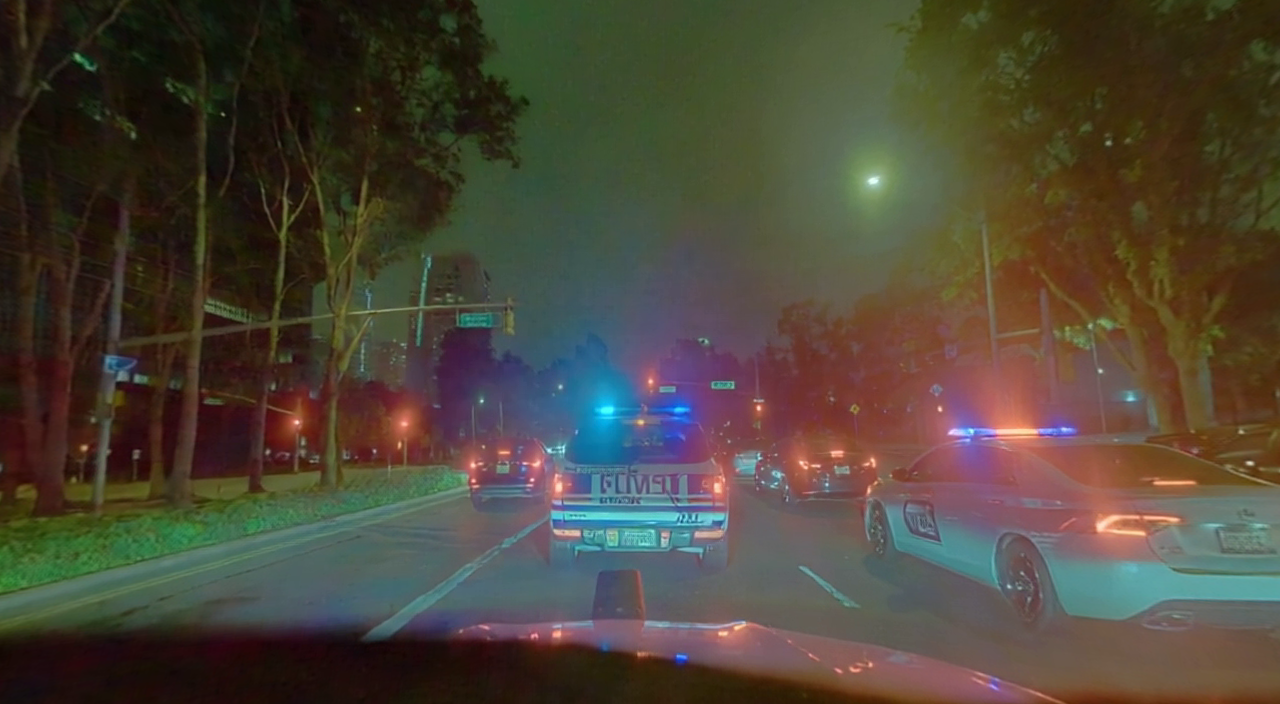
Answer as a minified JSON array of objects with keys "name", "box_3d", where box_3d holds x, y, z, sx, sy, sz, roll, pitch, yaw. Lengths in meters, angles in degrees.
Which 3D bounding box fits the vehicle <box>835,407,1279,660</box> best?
[{"name":"vehicle","box_3d":[3.636,1.406,6.073,1.995,1.483,4.533,0,-8,-1]}]

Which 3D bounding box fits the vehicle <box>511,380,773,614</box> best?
[{"name":"vehicle","box_3d":[-0.036,1.455,7.269,2.038,1.819,4.505,0,-8,-1]}]

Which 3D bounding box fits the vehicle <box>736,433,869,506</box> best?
[{"name":"vehicle","box_3d":[3.646,2.709,15.060,1.940,1.474,4.234,0,-8,-1]}]

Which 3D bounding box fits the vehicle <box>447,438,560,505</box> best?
[{"name":"vehicle","box_3d":[-3.311,2.981,16.202,1.913,1.464,4.276,0,-8,0]}]
